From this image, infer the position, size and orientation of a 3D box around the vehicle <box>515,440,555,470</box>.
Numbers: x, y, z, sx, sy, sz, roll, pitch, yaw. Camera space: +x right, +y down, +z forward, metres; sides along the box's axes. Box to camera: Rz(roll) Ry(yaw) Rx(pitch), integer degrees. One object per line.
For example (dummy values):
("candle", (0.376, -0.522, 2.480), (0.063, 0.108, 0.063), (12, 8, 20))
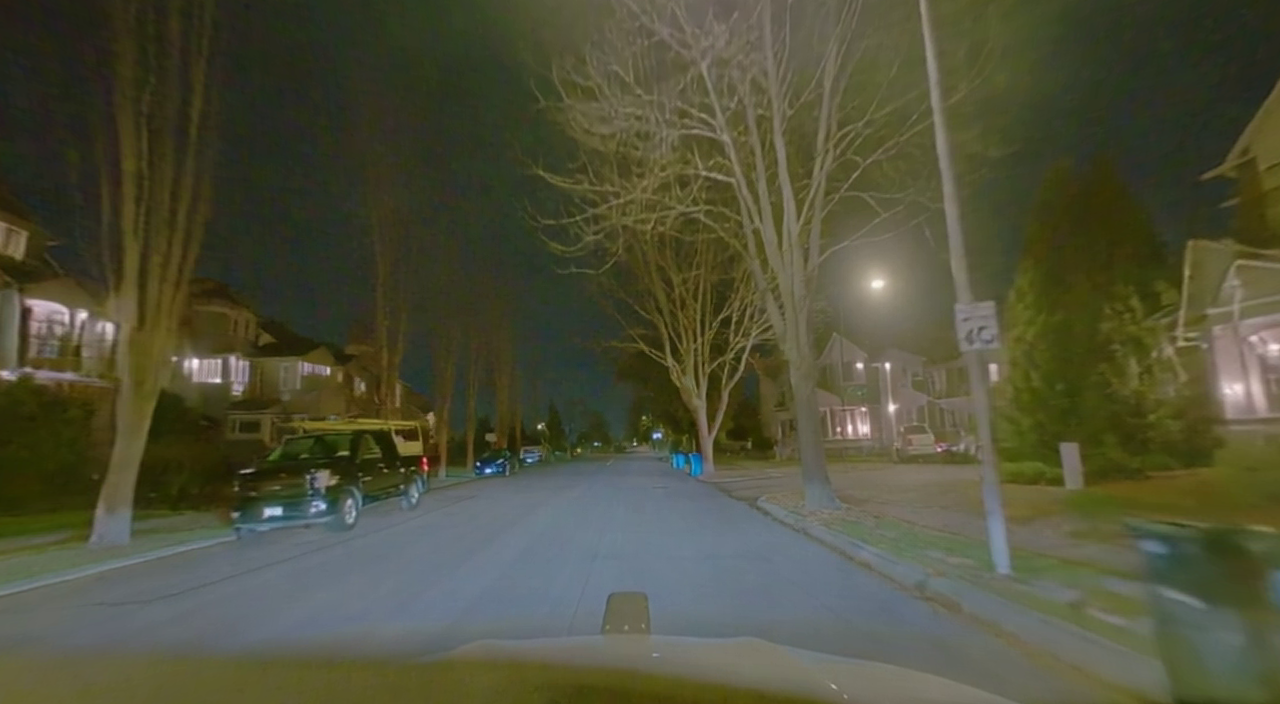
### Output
("vehicle", (-7.393, 7.251, 44.670), (2.169, 1.871, 4.762), (-3, -7, -3))

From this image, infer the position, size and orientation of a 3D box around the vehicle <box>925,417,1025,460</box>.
("vehicle", (14.545, 3.830, 27.697), (1.915, 1.740, 4.309), (1, -9, -1))

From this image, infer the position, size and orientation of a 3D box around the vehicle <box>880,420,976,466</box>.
("vehicle", (12.446, 3.951, 27.619), (1.936, 1.687, 4.714), (-5, -7, 0))

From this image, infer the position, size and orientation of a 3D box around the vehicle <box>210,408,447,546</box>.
("vehicle", (-6.427, 2.479, 14.105), (2.223, 2.115, 5.707), (5, -4, 1))

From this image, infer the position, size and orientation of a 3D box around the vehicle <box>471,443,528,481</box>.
("vehicle", (-6.917, 5.449, 31.501), (1.945, 1.530, 4.430), (-4, -7, -3))
